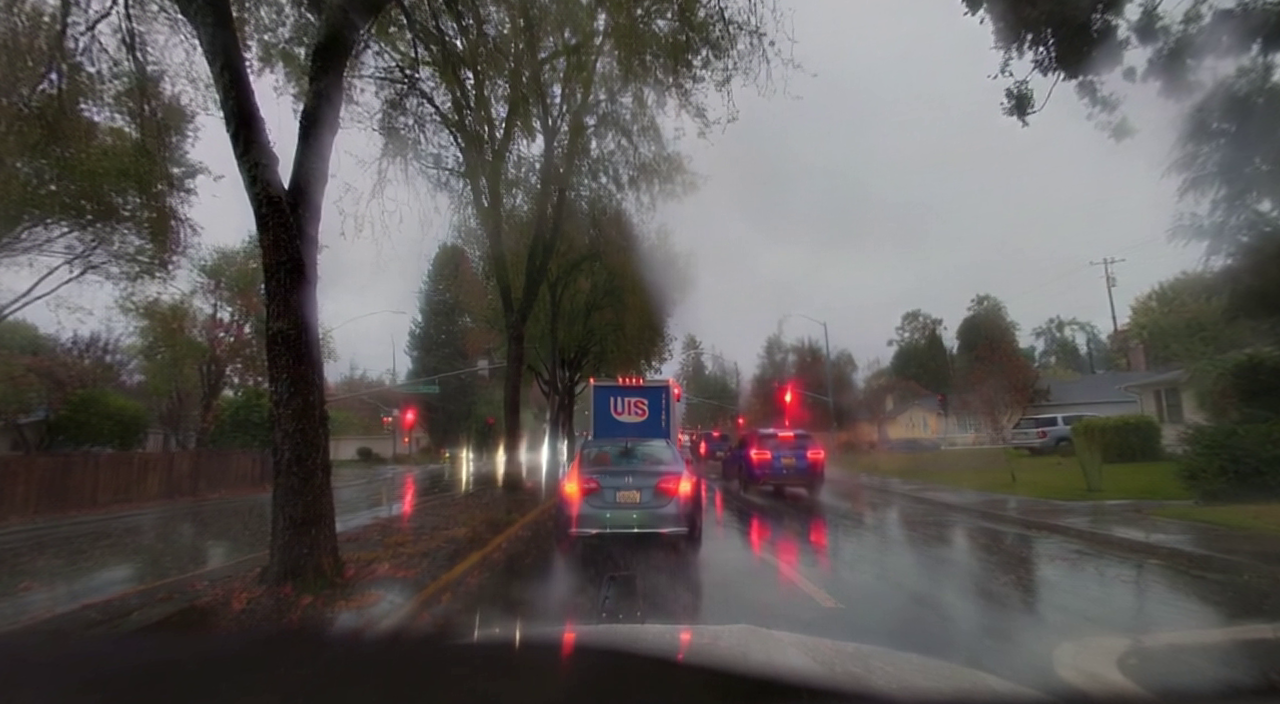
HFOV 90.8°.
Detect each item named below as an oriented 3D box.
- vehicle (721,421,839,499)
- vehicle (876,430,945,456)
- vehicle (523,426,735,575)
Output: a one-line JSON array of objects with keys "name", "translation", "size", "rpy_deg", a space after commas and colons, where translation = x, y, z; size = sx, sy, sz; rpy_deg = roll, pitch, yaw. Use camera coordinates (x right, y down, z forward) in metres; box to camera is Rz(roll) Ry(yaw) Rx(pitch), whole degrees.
[{"name": "vehicle", "translation": [3.643, 2.917, 17.423], "size": [2.145, 1.847, 4.524], "rpy_deg": [0, -8, -1]}, {"name": "vehicle", "translation": [19.634, 6.627, 45.998], "size": [4.033, 1.778, 2.015], "rpy_deg": [1, -8, -7]}, {"name": "vehicle", "translation": [-0.151, 1.810, 8.549], "size": [2.135, 1.483, 4.207], "rpy_deg": [0, -8, -1]}]
